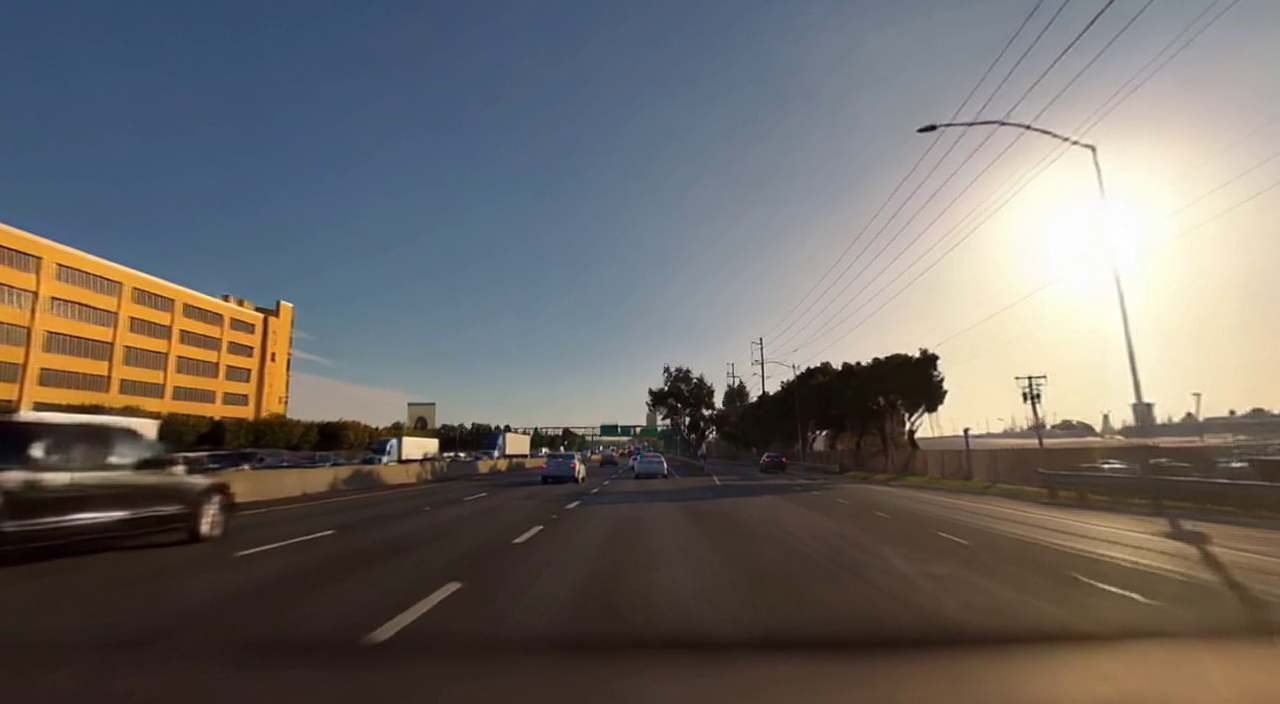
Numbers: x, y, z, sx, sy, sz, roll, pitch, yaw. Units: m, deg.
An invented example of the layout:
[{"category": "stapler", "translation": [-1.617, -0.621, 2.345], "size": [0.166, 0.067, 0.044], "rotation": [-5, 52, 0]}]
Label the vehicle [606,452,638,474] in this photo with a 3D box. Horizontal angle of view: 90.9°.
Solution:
[{"category": "vehicle", "translation": [-1.270, 8.235, 46.821], "size": [2.034, 1.466, 4.363], "rotation": [-1, -8, 3]}]

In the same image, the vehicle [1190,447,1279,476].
[{"category": "vehicle", "translation": [44.027, 7.934, 45.927], "size": [5.919, 1.682, 2.144], "rotation": [-3, -9, -3]}]

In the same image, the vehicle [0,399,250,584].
[{"category": "vehicle", "translation": [-7.433, 1.614, 7.759], "size": [2.106, 1.827, 4.814], "rotation": [0, -8, 1]}]

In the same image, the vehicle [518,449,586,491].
[{"category": "vehicle", "translation": [-3.516, 4.813, 26.125], "size": [2.059, 1.508, 4.662], "rotation": [0, -8, 1]}]

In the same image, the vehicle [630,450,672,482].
[{"category": "vehicle", "translation": [0.594, 6.086, 33.815], "size": [2.107, 1.538, 3.999], "rotation": [0, -8, 1]}]

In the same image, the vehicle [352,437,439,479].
[{"category": "vehicle", "translation": [-12.604, 5.485, 33.063], "size": [2.133, 1.970, 5.950], "rotation": [0, -8, 0]}]
